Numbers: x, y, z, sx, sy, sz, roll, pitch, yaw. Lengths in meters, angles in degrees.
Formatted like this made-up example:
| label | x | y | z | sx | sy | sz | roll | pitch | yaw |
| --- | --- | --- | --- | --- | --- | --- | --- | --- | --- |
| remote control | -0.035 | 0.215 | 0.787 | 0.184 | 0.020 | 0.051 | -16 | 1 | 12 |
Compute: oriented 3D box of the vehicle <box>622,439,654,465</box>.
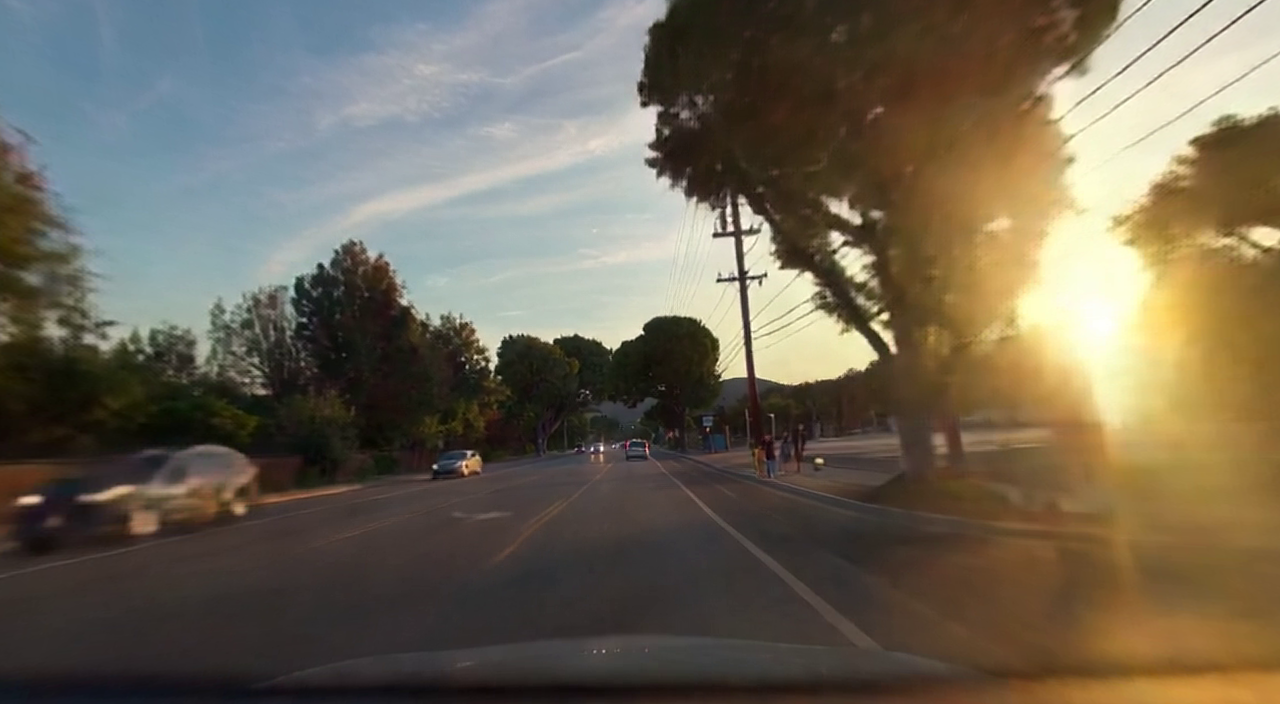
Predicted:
| label | x | y | z | sx | sy | sz | roll | pitch | yaw |
| --- | --- | --- | --- | --- | --- | --- | --- | --- | --- |
| vehicle | -0.169 | 7.065 | 44.927 | 2.163 | 1.746 | 4.073 | 0 | -8 | -1 |

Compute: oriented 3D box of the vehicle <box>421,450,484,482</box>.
| label | x | y | z | sx | sy | sz | roll | pitch | yaw |
| --- | --- | --- | --- | --- | --- | --- | --- | --- | --- |
| vehicle | -9.353 | 5.696 | 31.905 | 1.867 | 1.456 | 4.251 | 0 | -8 | 0 |

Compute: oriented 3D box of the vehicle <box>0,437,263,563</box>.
| label | x | y | z | sx | sy | sz | roll | pitch | yaw |
| --- | --- | --- | --- | --- | --- | --- | --- | --- | --- |
| vehicle | -9.122 | 2.445 | 11.286 | 2.084 | 1.760 | 4.438 | 0 | -8 | -1 |
